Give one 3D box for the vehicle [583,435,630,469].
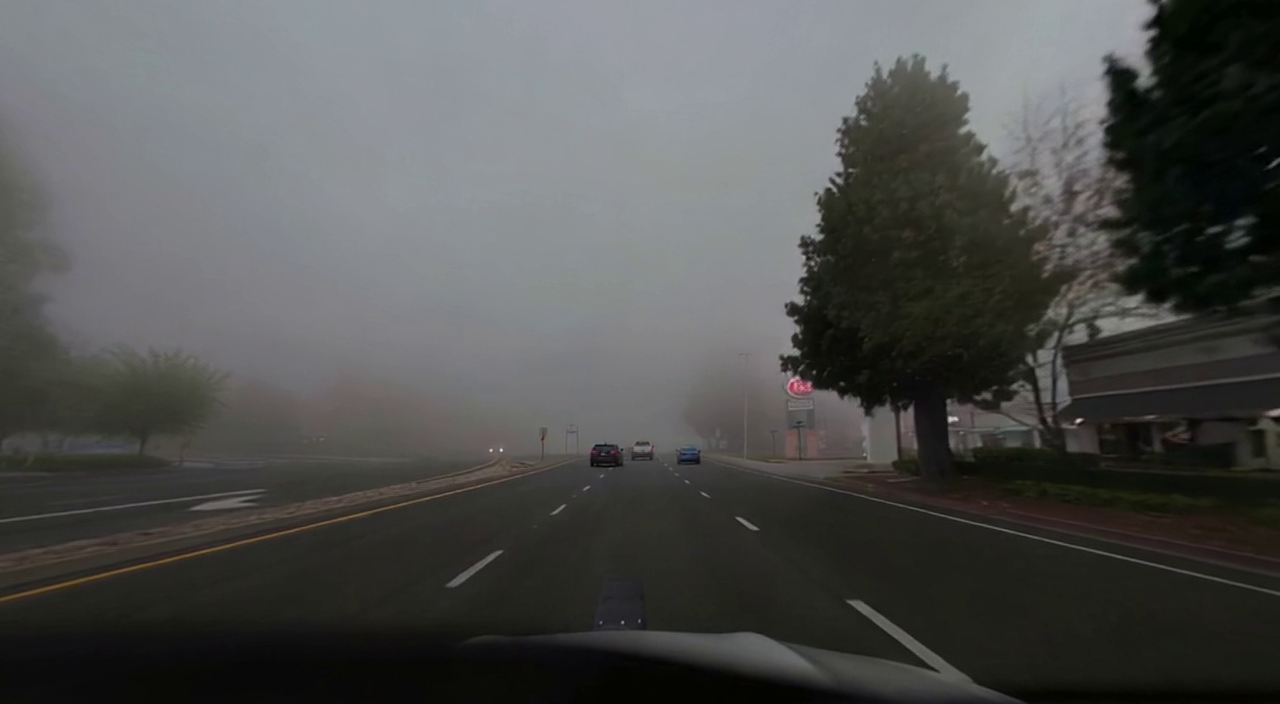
[{"bbox_3d":[-1.906,5.950,37.473,2.222,1.899,5.006,0,-8,4],"label":"vehicle"}]
